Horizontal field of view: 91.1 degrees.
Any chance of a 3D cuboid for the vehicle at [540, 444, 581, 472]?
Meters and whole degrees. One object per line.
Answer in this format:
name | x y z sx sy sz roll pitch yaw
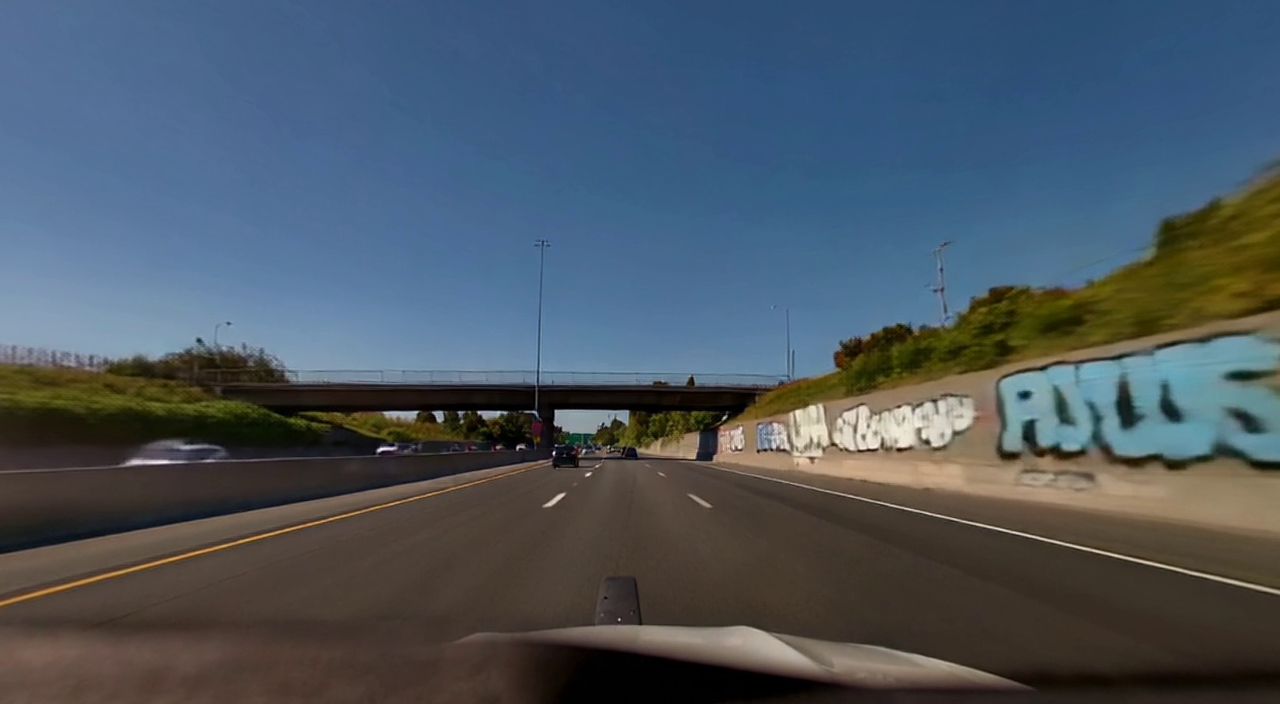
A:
vehicle | -4.366 5.893 35.004 1.871 1.459 3.771 0 -9 -2
